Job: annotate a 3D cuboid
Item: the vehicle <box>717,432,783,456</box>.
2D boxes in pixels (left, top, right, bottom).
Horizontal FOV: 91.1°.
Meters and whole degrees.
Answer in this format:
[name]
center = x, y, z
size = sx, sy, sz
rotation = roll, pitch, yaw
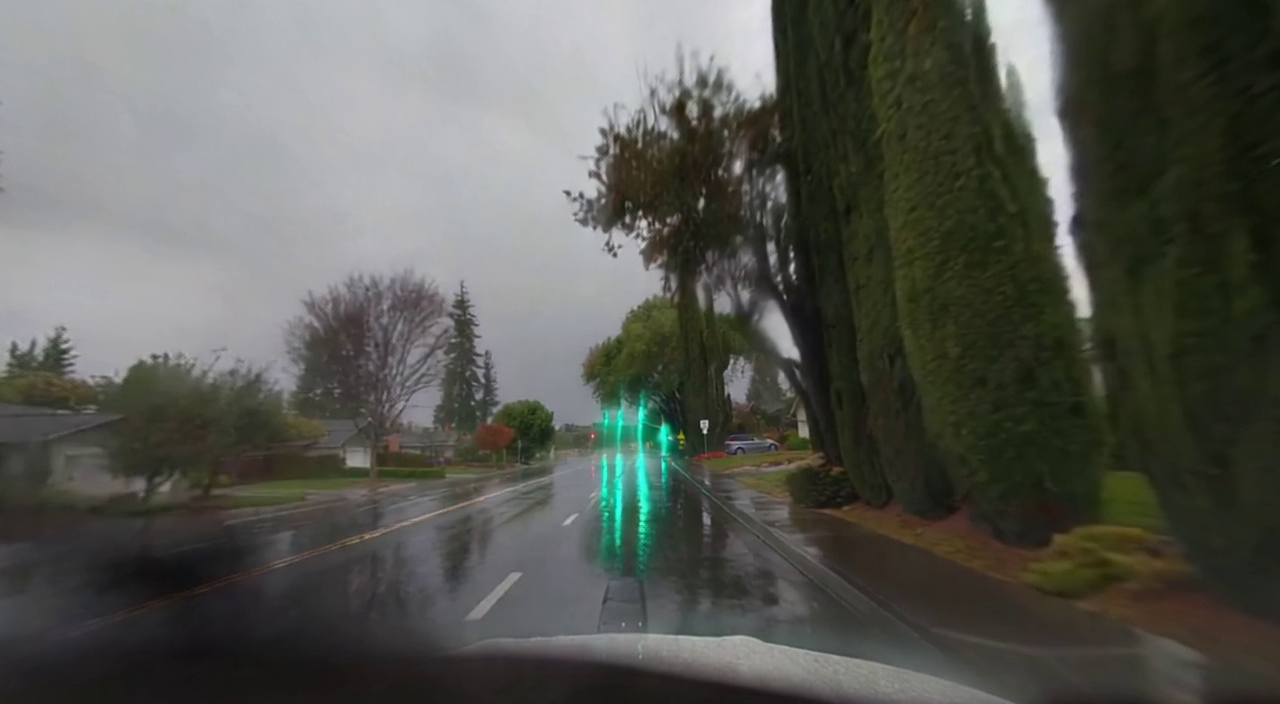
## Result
[vehicle]
center = 8.619, 7.213, 49.118
size = 4.636, 1.823, 1.997
rotation = 3, -9, -18
